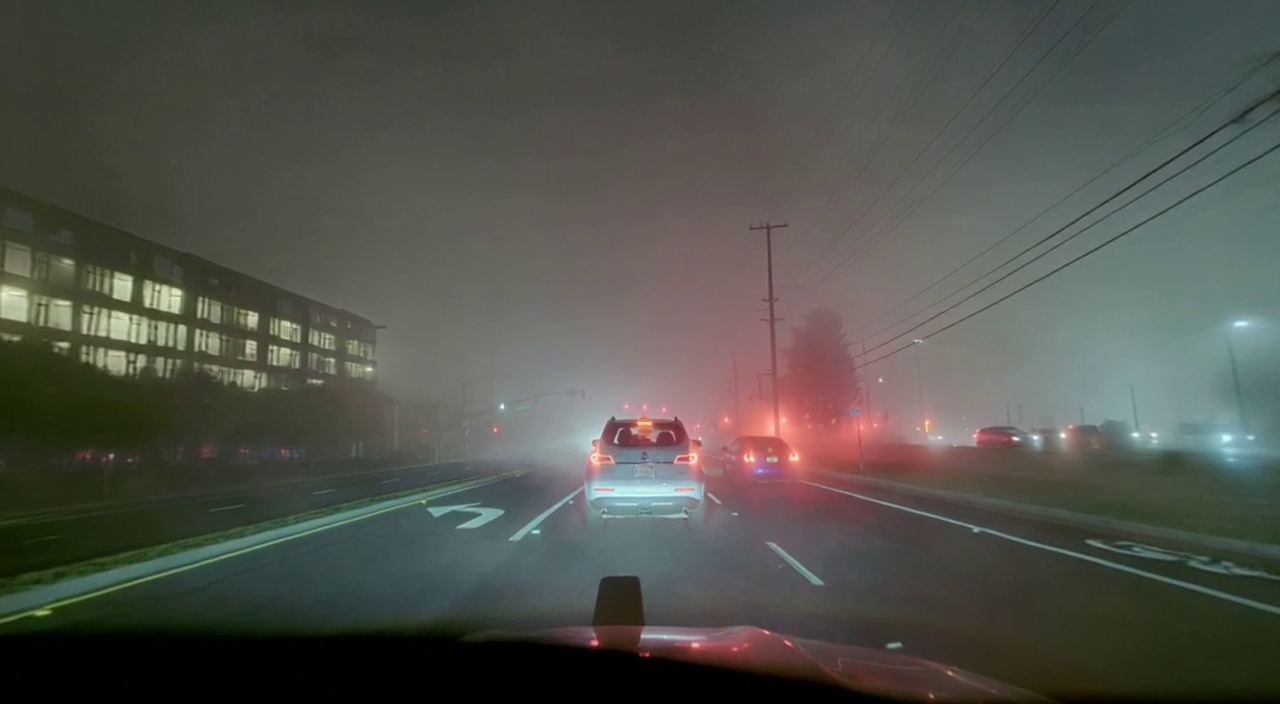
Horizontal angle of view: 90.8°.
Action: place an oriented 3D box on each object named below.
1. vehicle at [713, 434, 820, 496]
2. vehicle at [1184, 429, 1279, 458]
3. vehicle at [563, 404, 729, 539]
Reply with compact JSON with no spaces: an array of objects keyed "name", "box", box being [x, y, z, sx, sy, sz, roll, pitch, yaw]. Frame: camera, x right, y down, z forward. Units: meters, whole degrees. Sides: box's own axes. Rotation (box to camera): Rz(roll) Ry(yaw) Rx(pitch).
[{"name":"vehicle","box":[3.324,3.076,17.596,1.990,1.482,4.575,0,-8,0]},{"name":"vehicle","box":[36.989,5.749,39.536,1.910,1.686,4.746,-1,-8,5]},{"name":"vehicle","box":[0.080,1.891,10.584,2.189,1.776,4.342,0,-8,0]}]
